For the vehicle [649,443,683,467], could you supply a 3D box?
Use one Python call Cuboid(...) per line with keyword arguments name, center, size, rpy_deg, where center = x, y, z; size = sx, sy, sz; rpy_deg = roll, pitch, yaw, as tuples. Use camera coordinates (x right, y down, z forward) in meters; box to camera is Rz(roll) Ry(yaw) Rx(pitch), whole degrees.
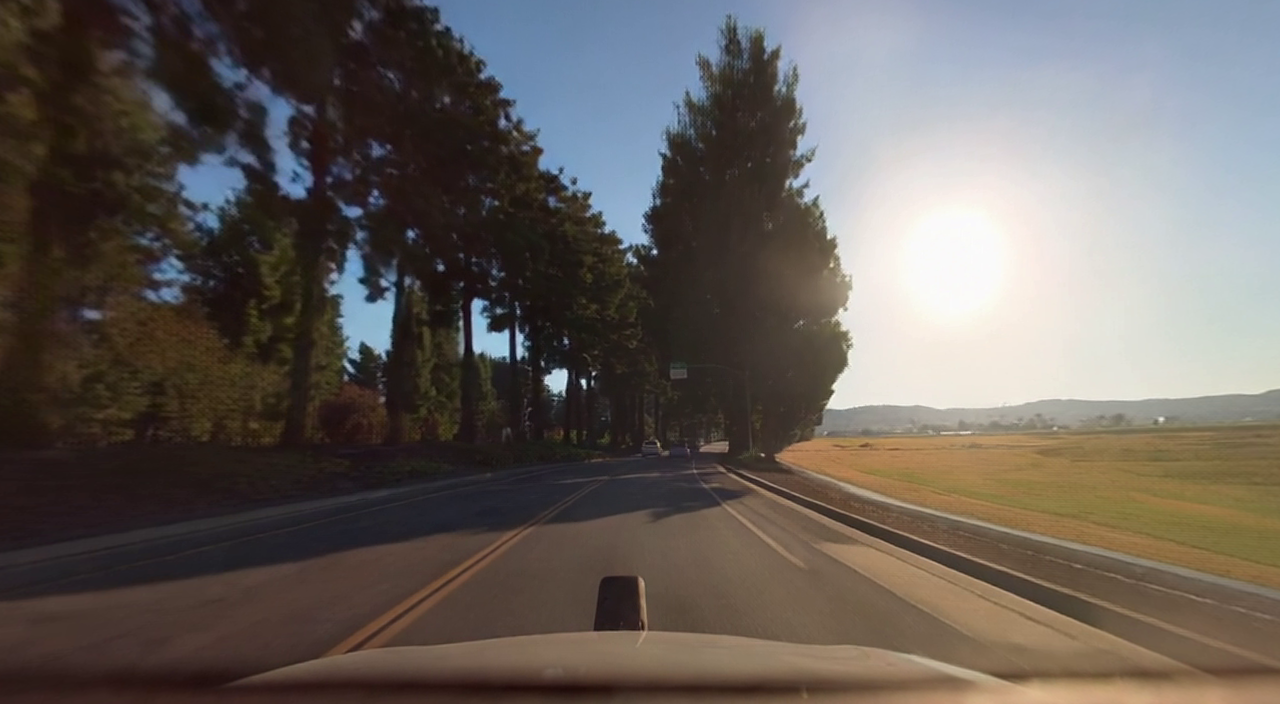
Cuboid(name="vehicle", center=(1.785, 6.909, 42.574), size=(2.071, 1.474, 4.047), rpy_deg=(-1, -8, 6))
